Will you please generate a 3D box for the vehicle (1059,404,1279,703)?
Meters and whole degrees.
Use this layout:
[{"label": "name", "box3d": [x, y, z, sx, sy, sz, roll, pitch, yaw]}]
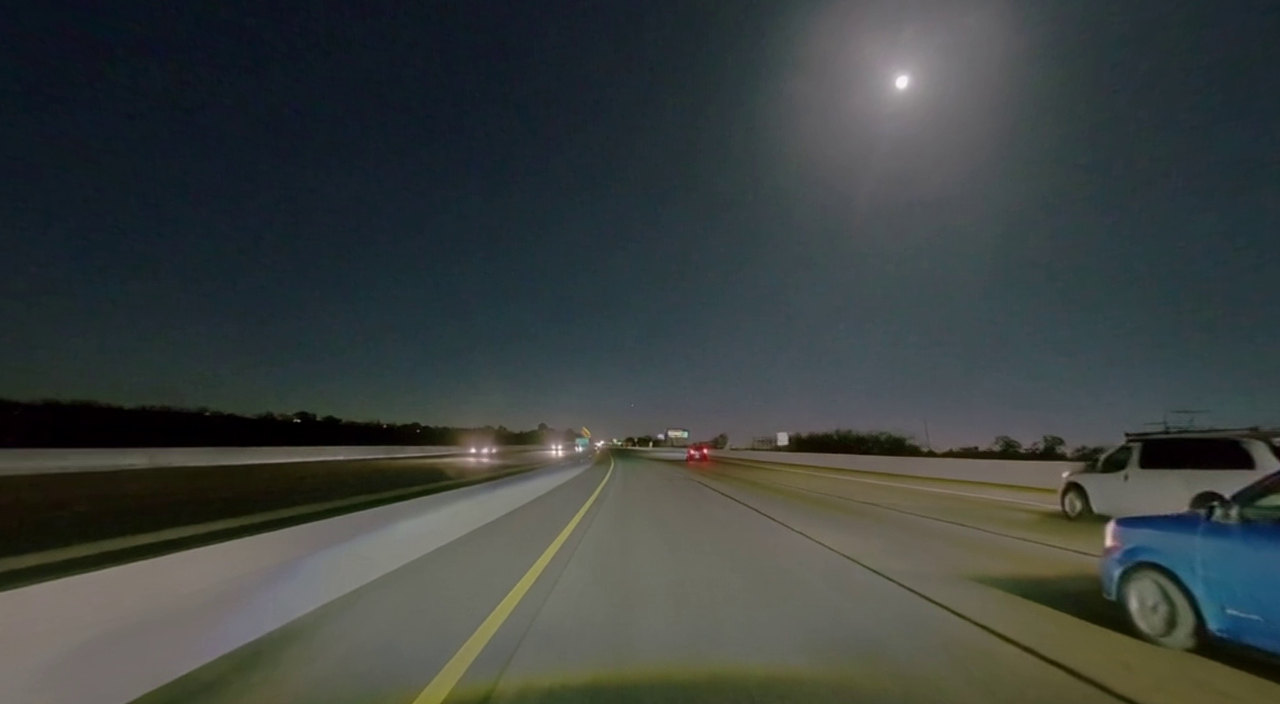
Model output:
[{"label": "vehicle", "box3d": [3.862, 0.922, 2.026, 2.002, 1.604, 4.265, 0, -9, 0]}]
